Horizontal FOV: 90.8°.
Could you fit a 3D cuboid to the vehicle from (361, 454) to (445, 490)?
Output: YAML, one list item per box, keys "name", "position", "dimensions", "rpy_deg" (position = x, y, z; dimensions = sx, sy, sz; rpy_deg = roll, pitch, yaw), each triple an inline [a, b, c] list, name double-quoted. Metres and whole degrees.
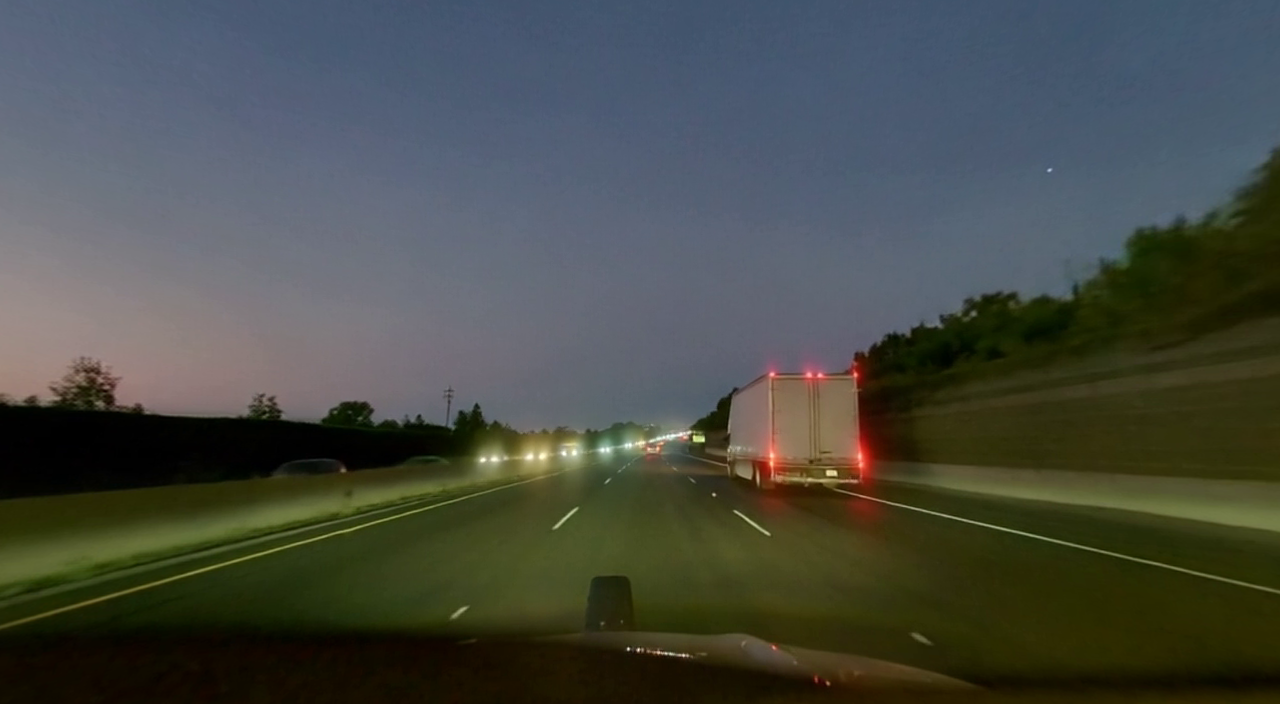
- name: "vehicle"
  position: [-10.805, 5.478, 29.147]
  dimensions: [2.192, 1.516, 4.296]
  rpy_deg: [0, -9, 0]

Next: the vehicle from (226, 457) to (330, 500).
- name: "vehicle"
  position: [-14.358, 5.009, 25.304]
  dimensions: [1.841, 1.561, 3.800]
  rpy_deg: [0, -9, 1]

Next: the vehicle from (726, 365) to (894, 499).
- name: "vehicle"
  position: [4.745, 2.594, 19.708]
  dimensions: [2.771, 3.313, 8.121]
  rpy_deg: [0, -9, -1]
